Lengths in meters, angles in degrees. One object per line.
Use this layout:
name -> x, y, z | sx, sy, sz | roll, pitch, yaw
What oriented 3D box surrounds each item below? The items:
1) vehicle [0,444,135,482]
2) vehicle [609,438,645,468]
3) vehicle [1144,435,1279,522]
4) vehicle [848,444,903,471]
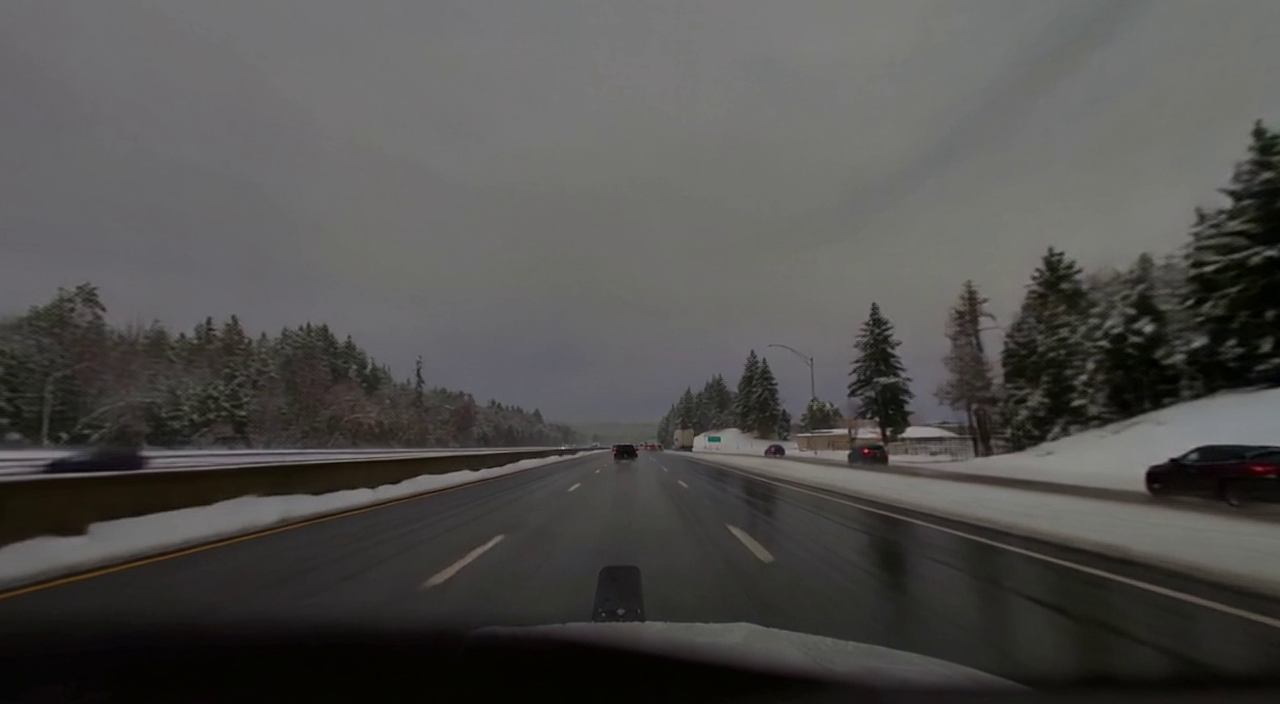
vehicle -> -25.405, 4.896, 28.173 | 1.931, 1.538, 4.599 | 0, -9, 0
vehicle -> -0.753, 6.188, 38.757 | 2.121, 1.739, 4.087 | 0, -9, 0
vehicle -> 13.341, 2.608, 13.290 | 1.912, 1.673, 4.438 | 0, -9, 2
vehicle -> 14.471, 6.508, 39.077 | 1.867, 1.563, 4.436 | 0, -9, 3
